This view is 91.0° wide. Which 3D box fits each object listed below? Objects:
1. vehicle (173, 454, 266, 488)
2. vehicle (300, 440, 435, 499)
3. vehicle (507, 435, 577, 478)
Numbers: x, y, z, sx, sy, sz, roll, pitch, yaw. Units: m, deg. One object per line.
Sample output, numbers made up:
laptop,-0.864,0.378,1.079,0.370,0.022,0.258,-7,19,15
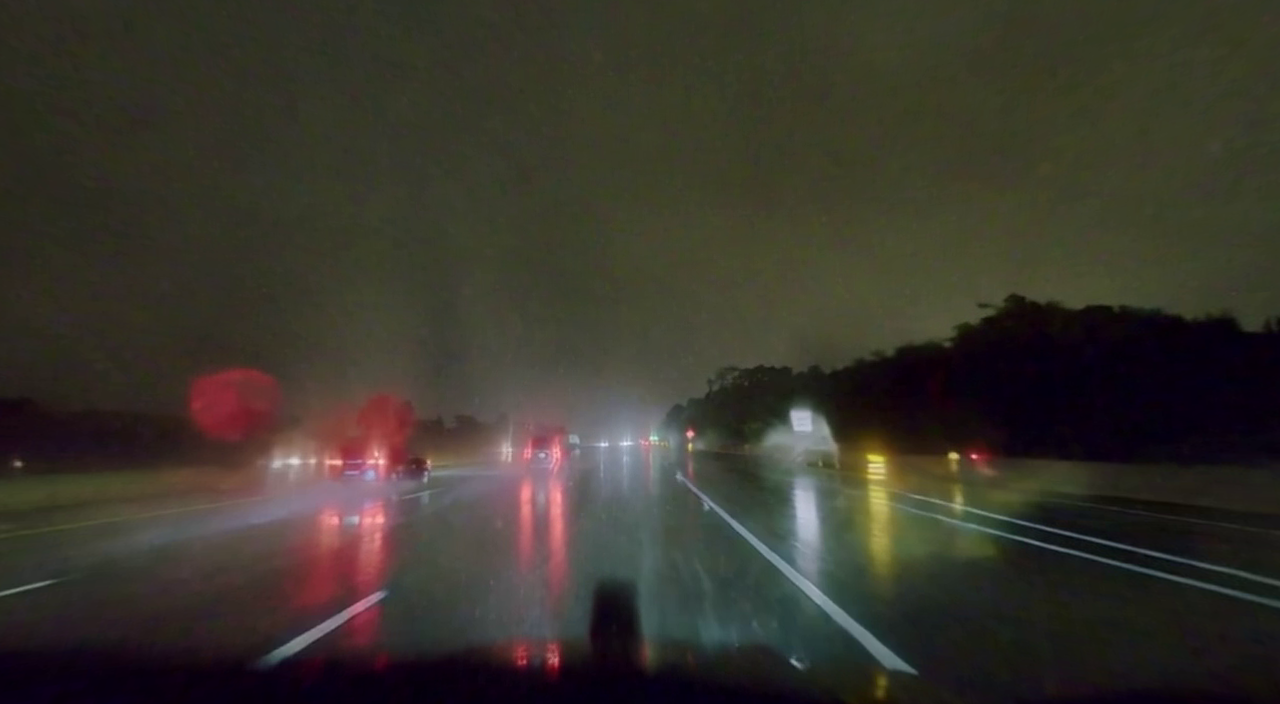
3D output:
vehicle,-20.945,5.929,31.569,1.886,1.457,3.984,0,-8,0
vehicle,-7.916,3.409,18.904,1.924,1.519,4.791,0,-8,0
vehicle,-4.095,4.478,27.338,2.200,1.662,5.091,-1,-8,0
